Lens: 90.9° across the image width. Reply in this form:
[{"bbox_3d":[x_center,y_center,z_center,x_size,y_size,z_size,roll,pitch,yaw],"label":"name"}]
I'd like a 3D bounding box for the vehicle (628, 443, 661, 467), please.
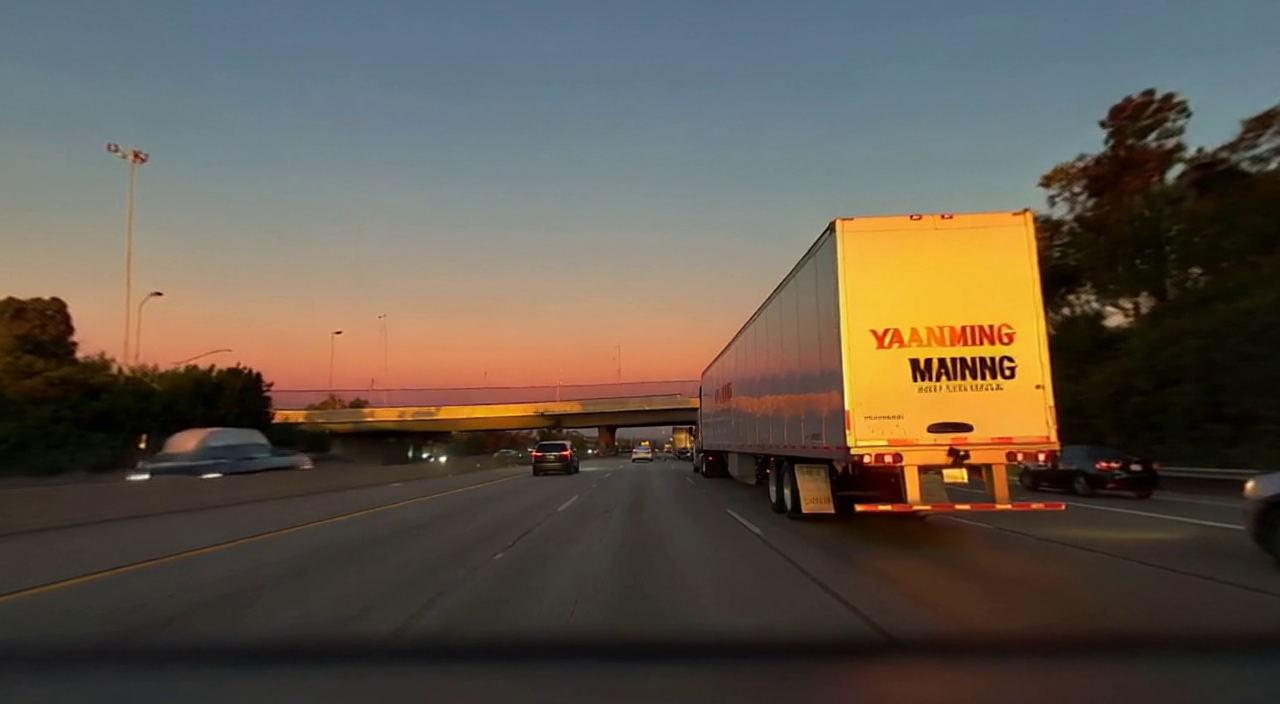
[{"bbox_3d":[0.260,6.756,41.411,2.063,1.469,4.208,0,-9,-1],"label":"vehicle"}]

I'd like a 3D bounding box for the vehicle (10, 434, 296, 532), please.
[{"bbox_3d":[-9.043,2.435,12.375,2.080,1.546,4.386,0,-9,0],"label":"vehicle"}]

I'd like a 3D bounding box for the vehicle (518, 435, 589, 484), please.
[{"bbox_3d":[-3.236,4.133,24.532,2.058,1.711,4.226,0,-9,1],"label":"vehicle"}]

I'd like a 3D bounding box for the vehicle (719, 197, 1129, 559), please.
[{"bbox_3d":[3.859,1.141,13.286,2.821,4.077,12.562,0,-9,0],"label":"vehicle"}]
